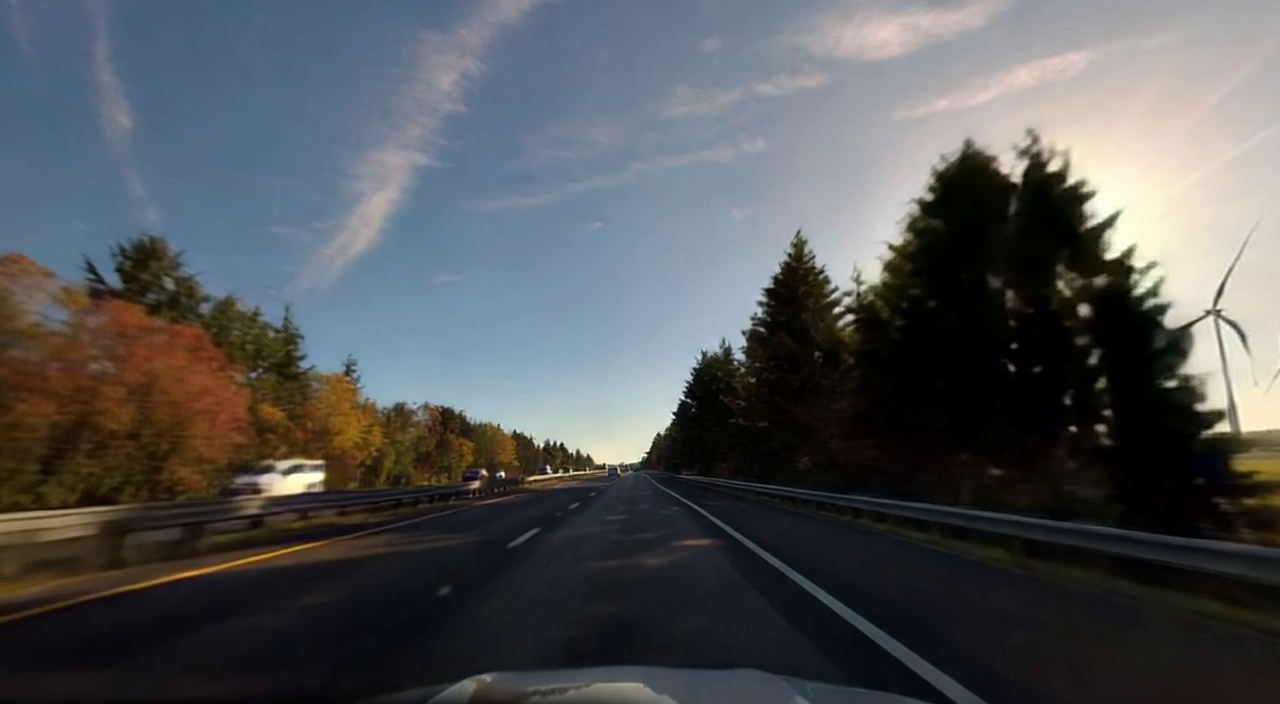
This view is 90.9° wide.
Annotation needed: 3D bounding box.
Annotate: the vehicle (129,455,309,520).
[{"bbox_3d":[-12.088,3.929,18.600,2.068,1.615,4.594,1,-11,0],"label":"vehicle"}]
